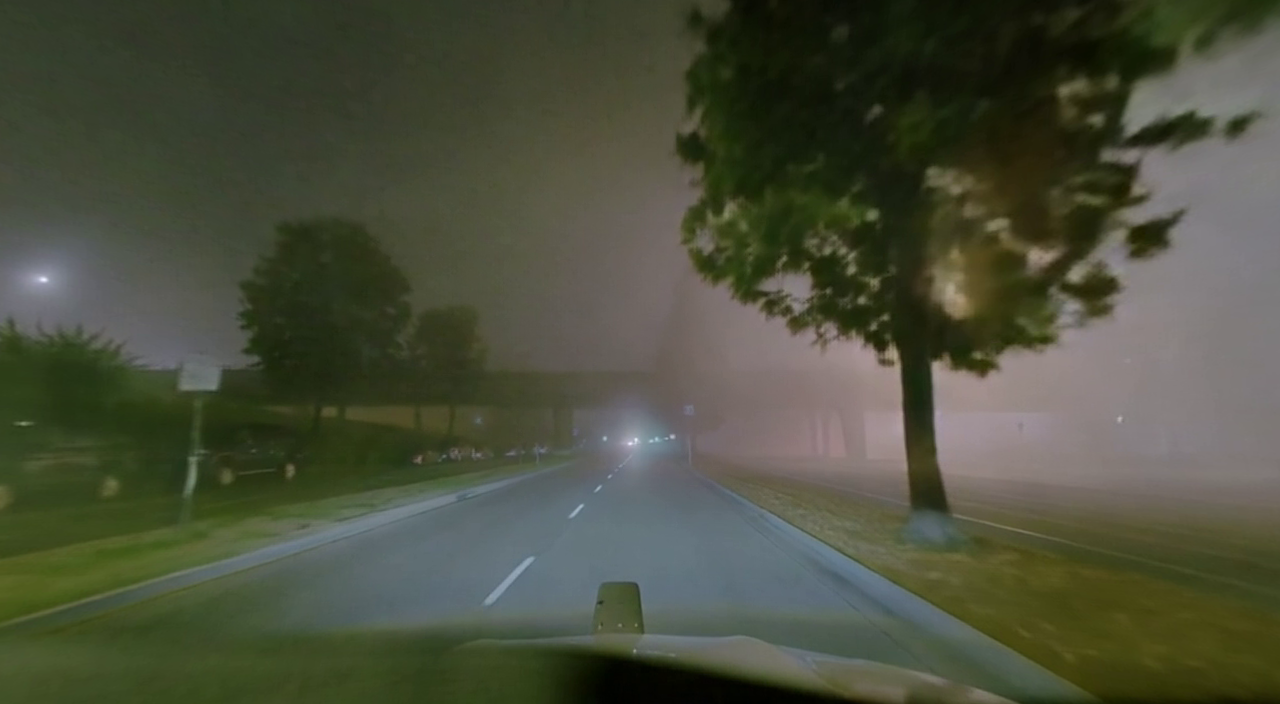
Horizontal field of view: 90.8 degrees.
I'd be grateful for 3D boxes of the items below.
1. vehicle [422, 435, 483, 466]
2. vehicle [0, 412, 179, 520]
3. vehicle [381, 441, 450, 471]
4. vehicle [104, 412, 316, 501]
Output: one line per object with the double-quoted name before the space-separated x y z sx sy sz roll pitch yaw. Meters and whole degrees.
"vehicle" -12.603 6.644 42.895 2.064 1.809 5.545 4 -8 3
"vehicle" -13.232 2.435 13.968 2.136 2.016 5.354 2 -9 -3
"vehicle" -13.001 6.029 36.930 2.156 1.489 4.758 4 -8 2
"vehicle" -13.345 3.292 20.400 2.307 2.349 6.335 1 -8 0
